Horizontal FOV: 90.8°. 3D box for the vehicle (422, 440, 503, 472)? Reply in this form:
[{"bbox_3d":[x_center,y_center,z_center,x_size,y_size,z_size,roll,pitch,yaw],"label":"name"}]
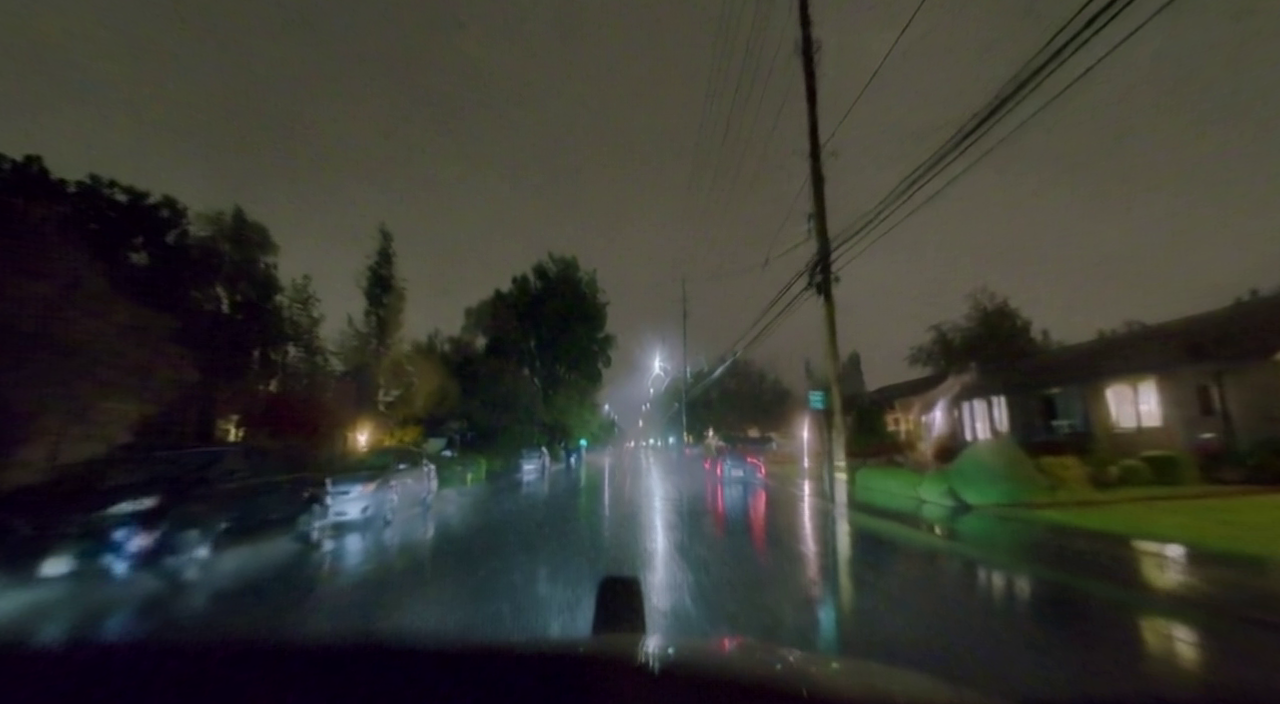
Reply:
[{"bbox_3d":[-12.751,7.523,45.673,5.096,2.213,2.354,1,-10,-3],"label":"vehicle"}]

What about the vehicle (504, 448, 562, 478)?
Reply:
[{"bbox_3d":[-5.786,6.076,34.699,2.199,1.439,4.757,-2,-10,2],"label":"vehicle"}]

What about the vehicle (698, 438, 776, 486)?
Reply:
[{"bbox_3d":[3.665,4.236,24.710,2.247,1.618,4.655,2,-8,-1],"label":"vehicle"}]

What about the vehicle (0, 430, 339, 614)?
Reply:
[{"bbox_3d":[-5.929,1.997,8.288,2.035,1.736,3.955,-2,-9,0],"label":"vehicle"}]

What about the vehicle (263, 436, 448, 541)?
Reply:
[{"bbox_3d":[-5.861,2.831,13.727,1.989,1.756,4.378,-4,-9,0],"label":"vehicle"}]
